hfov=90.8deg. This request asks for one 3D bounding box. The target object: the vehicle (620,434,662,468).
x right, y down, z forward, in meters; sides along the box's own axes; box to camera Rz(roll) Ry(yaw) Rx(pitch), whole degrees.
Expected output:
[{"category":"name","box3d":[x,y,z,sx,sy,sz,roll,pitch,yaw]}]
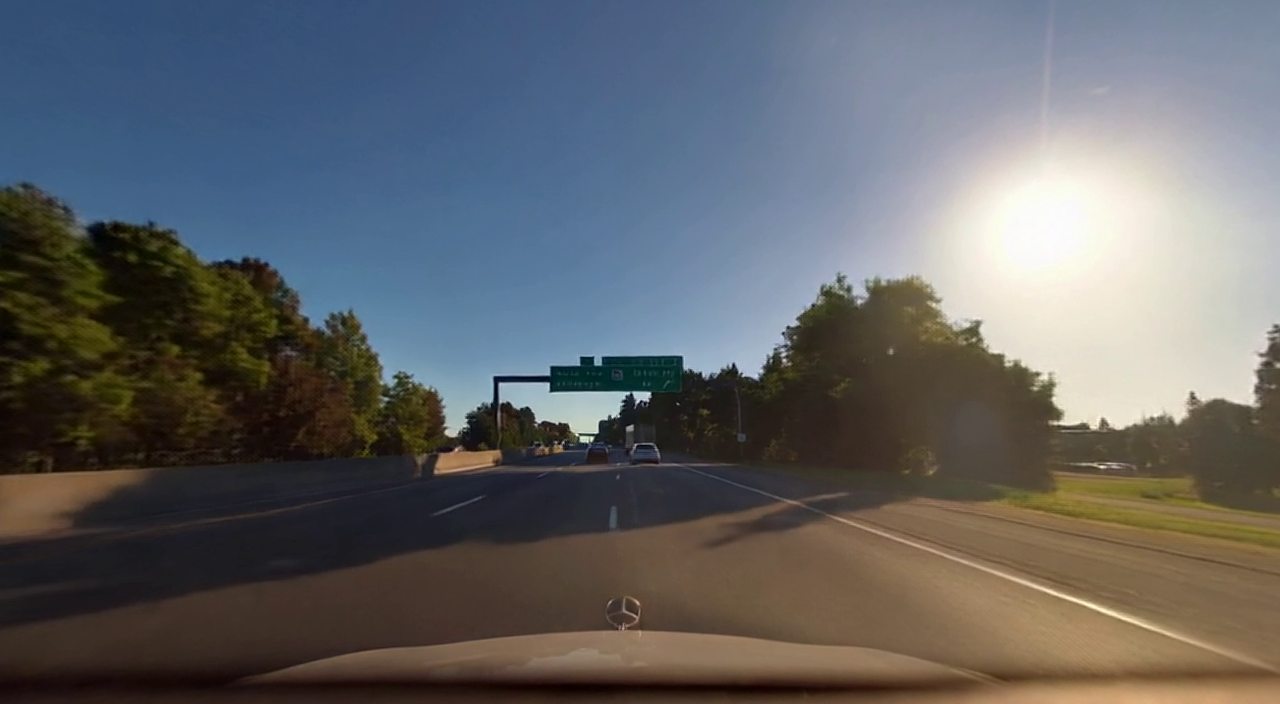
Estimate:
[{"category":"vehicle","box3d":[0.000,5.891,37.686,2.139,1.925,4.312,1,-9,-4]}]
